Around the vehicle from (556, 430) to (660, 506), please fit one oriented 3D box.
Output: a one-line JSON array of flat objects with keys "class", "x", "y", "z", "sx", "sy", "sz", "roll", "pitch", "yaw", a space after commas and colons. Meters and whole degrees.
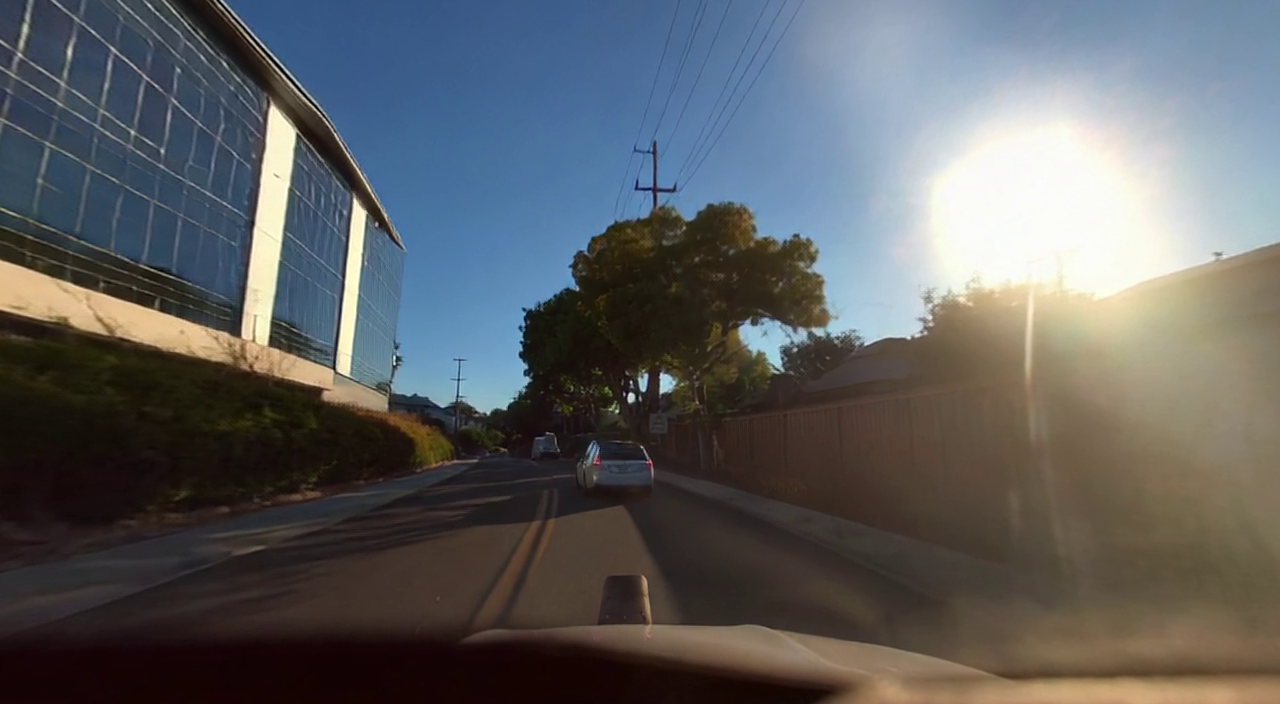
[{"class": "vehicle", "x": -0.844, "y": 2.630, "z": 14.603, "sx": 2.060, "sy": 1.487, "sz": 3.920, "roll": 1, "pitch": -9, "yaw": -6}]
